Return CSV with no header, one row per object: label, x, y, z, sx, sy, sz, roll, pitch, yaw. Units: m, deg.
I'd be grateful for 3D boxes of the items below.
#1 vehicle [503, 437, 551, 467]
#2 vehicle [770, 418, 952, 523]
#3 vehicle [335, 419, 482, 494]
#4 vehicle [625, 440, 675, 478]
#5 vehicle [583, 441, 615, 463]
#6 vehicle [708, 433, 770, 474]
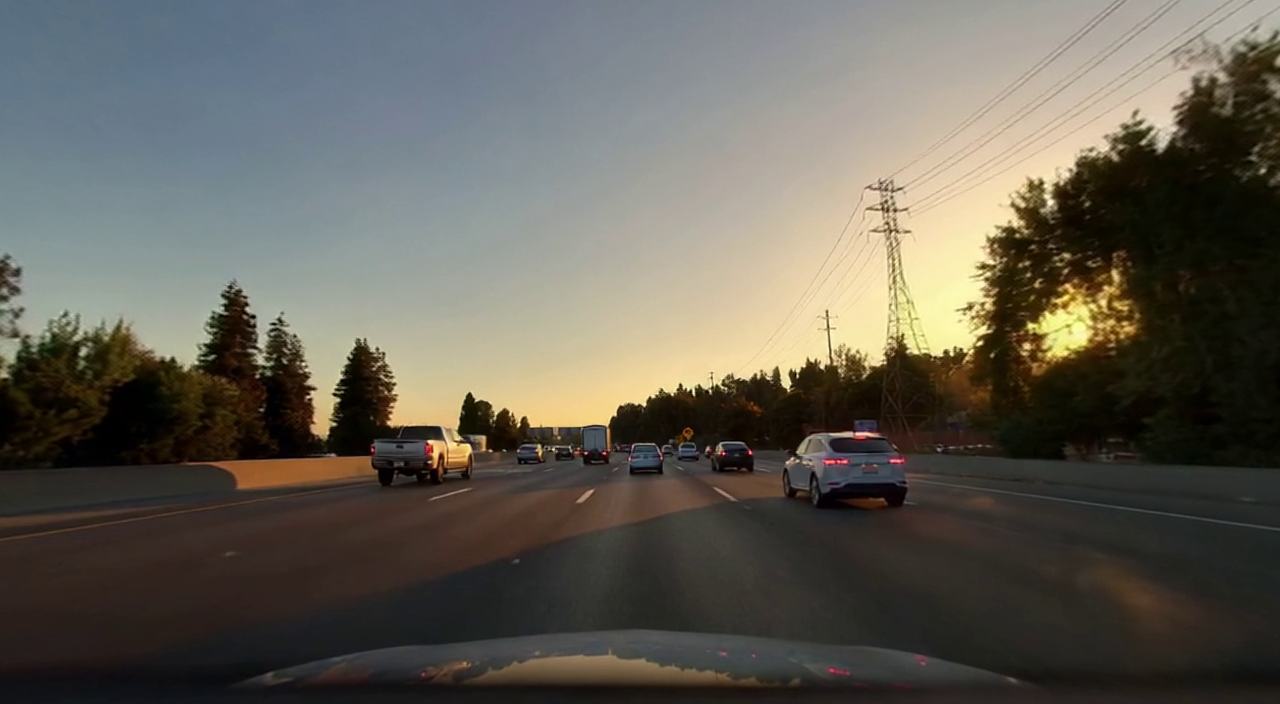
vehicle,-6.654,5.965,37.668,1.978,1.680,4.263,0,-8,1
vehicle,4.068,2.258,12.518,2.002,1.691,4.290,0,-8,0
vehicle,-6.751,3.152,19.345,2.269,1.936,5.777,0,-8,1
vehicle,0.409,4.511,26.830,1.966,1.444,3.986,0,-8,0
vehicle,-2.820,7.065,44.567,1.904,1.479,4.274,0,-8,1
vehicle,4.559,4.759,29.875,2.195,1.778,4.455,0,-8,0
